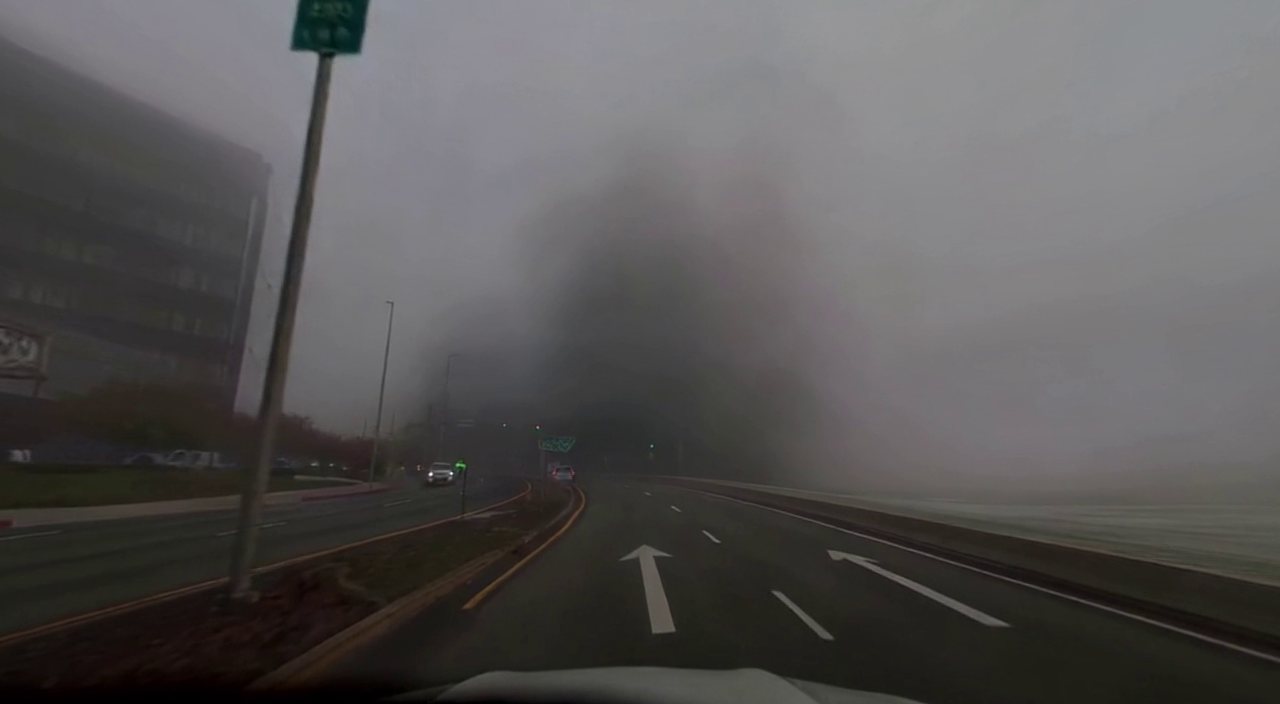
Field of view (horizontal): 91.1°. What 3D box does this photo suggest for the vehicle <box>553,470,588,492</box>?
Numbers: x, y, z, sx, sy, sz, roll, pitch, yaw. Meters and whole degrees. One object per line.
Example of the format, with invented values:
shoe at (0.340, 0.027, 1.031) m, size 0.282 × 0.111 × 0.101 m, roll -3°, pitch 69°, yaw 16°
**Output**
vehicle at (-4.034, 7.393, 36.116) m, size 1.775 × 1.186 × 2.933 m, roll 2°, pitch -11°, yaw -9°
